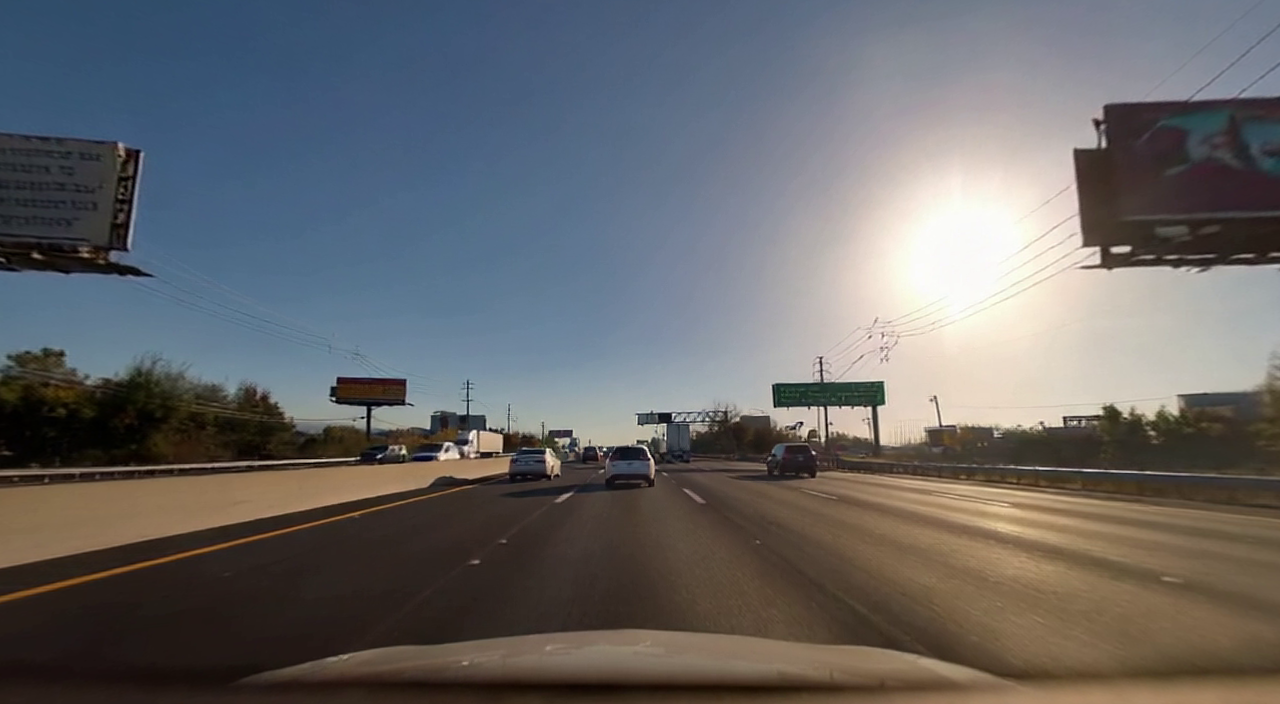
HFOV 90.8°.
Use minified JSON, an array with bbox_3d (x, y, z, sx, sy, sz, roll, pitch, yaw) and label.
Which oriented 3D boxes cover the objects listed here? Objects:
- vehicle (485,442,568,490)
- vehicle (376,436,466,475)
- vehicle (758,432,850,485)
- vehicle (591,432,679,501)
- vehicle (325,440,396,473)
[{"bbox_3d":[-3.836,3.967,22.291,2.025,1.498,4.675,0,-9,1],"label":"vehicle"},{"bbox_3d":[-10.534,5.056,30.974,2.244,1.729,5.864,0,-9,1],"label":"vehicle"},{"bbox_3d":[6.787,4.498,26.932,2.302,1.973,5.502,0,-9,-1],"label":"vehicle"},{"bbox_3d":[-0.161,3.163,17.741,2.191,1.685,4.015,0,-9,-1],"label":"vehicle"},{"bbox_3d":[-17.886,6.685,40.739,2.154,1.967,5.297,0,-9,0],"label":"vehicle"}]
